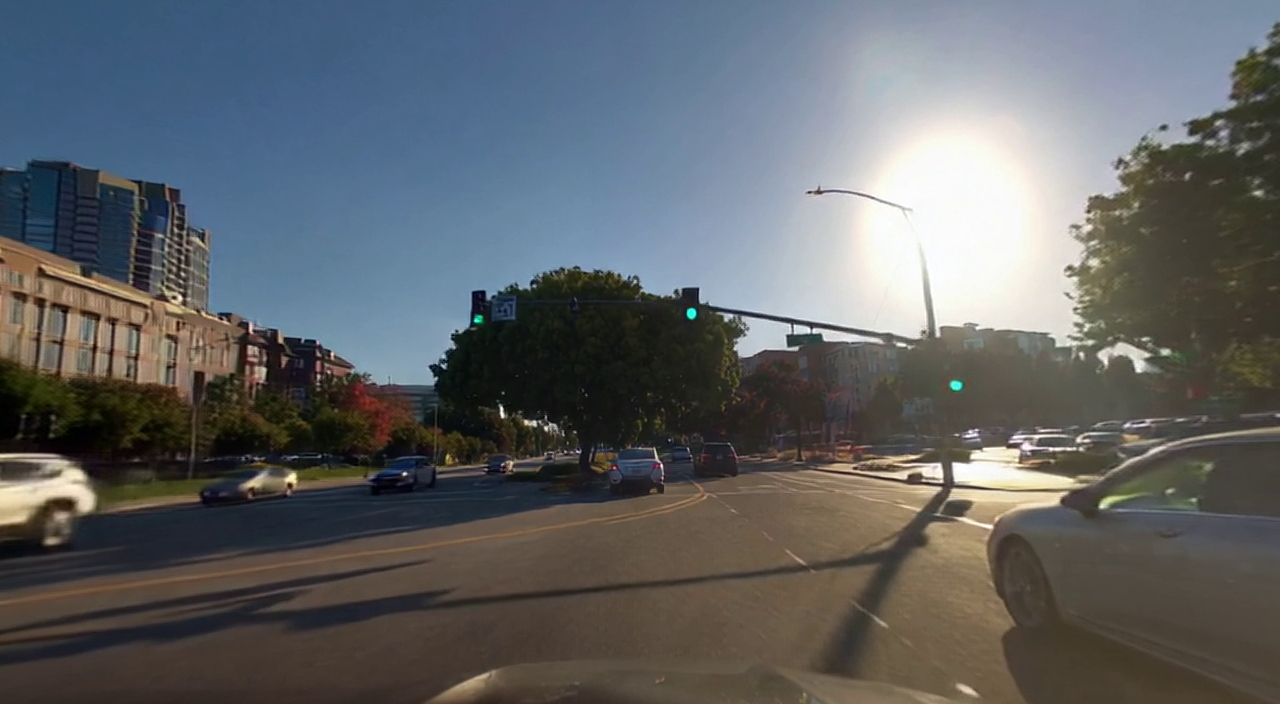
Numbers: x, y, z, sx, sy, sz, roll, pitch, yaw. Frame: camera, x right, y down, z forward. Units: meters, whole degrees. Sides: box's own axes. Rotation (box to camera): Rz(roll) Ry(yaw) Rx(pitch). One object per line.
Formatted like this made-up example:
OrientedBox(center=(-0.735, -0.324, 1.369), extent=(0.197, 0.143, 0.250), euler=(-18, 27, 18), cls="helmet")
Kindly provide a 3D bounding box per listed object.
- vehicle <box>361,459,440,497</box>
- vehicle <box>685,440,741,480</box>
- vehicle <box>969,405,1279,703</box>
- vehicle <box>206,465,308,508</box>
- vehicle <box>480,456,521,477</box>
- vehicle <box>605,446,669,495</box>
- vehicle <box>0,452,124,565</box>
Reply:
OrientedBox(center=(-10.787, 5.676, 28.816), extent=(1.808, 1.512, 4.447), euler=(0, -9, 1), cls="vehicle")
OrientedBox(center=(3.506, 5.302, 31.255), extent=(2.107, 1.773, 4.557), euler=(0, -9, -1), cls="vehicle")
OrientedBox(center=(3.839, 1.022, 3.086), extent=(2.049, 1.473, 4.425), euler=(0, -9, 0), cls="vehicle")
OrientedBox(center=(-17.889, 6.255, 29.793), extent=(1.918, 1.738, 4.589), euler=(0, -9, 0), cls="vehicle")
OrientedBox(center=(-10.844, 8.940, 49.405), extent=(2.043, 1.456, 4.627), euler=(0, -9, 1), cls="vehicle")
OrientedBox(center=(-0.088, 4.064, 22.049), extent=(2.034, 1.500, 3.966), euler=(0, -9, 0), cls="vehicle")
OrientedBox(center=(-11.203, 2.494, 10.016), extent=(2.102, 1.758, 4.532), euler=(-1, -9, 1), cls="vehicle")
